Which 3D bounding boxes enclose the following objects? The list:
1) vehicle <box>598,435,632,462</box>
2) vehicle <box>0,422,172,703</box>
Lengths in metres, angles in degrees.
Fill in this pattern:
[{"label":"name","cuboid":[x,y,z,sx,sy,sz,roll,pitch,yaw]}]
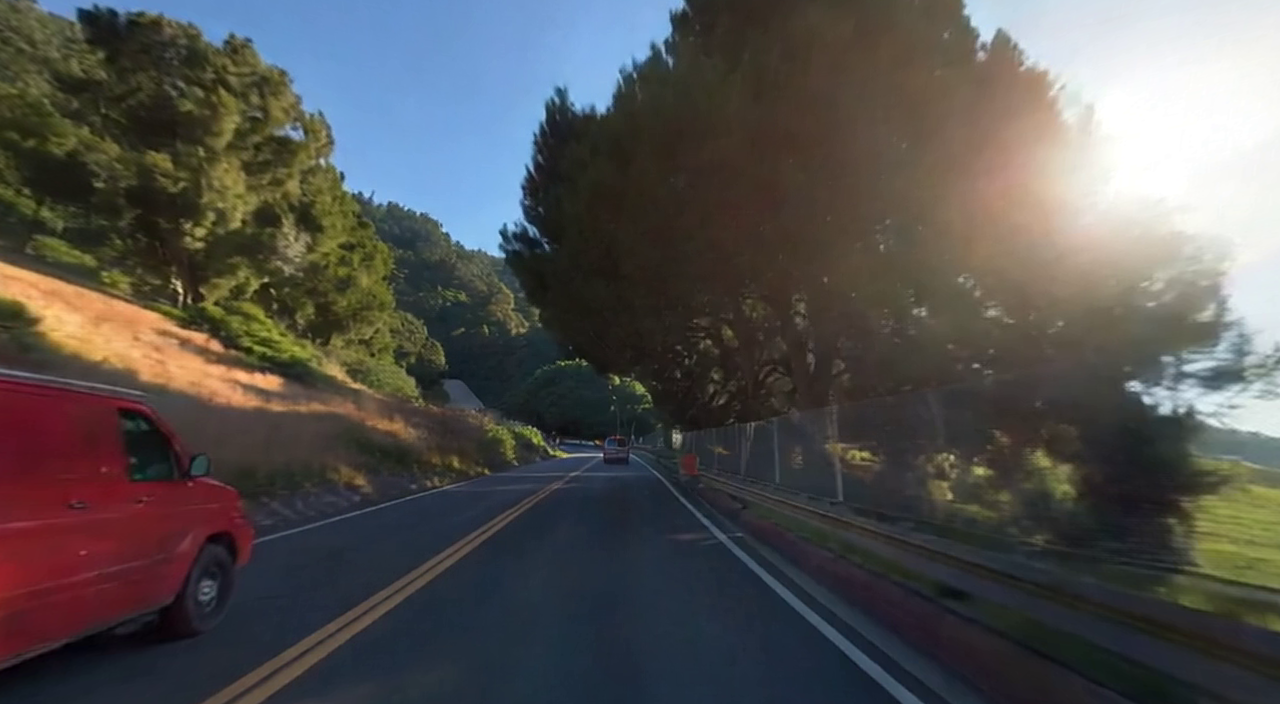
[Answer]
[{"label":"vehicle","cuboid":[-1.909,7.273,47.585,2.439,1.912,5.605,0,-8,-3]},{"label":"vehicle","cuboid":[-3.815,0.877,1.391,1.964,1.530,4.808,0,-9,-1]}]
